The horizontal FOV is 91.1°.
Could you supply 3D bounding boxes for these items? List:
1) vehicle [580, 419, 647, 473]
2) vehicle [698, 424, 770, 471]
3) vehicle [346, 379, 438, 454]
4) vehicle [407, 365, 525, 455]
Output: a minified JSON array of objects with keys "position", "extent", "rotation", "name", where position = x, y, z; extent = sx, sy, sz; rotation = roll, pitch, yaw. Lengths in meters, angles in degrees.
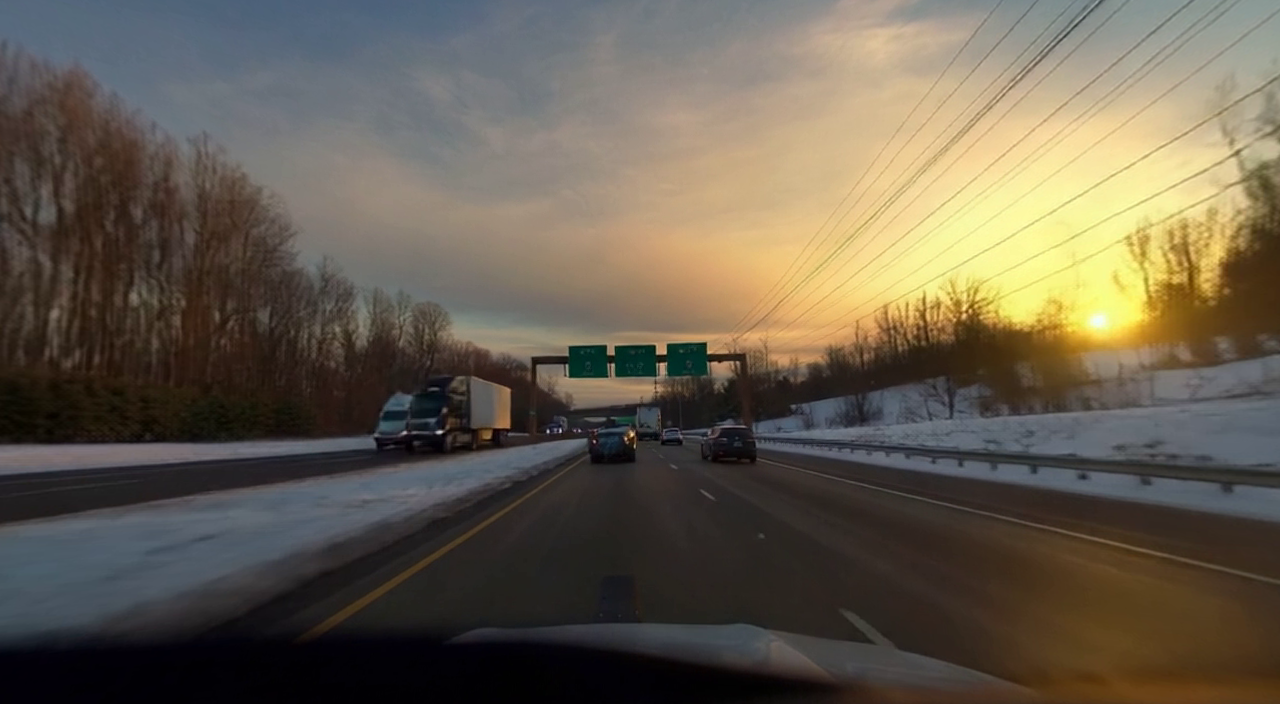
[{"position":[-0.874,3.260,22.192],"extent":[2.134,1.710,4.049],"rotation":[0,-7,-1],"name":"vehicle"},{"position":[3.425,3.577,23.764],"extent":[2.062,1.581,3.914],"rotation":[0,-8,-1],"name":"vehicle"},{"position":[-14.047,3.793,36.235],"extent":[2.973,3.971,6.106],"rotation":[0,-8,-2],"name":"vehicle"},{"position":[-9.151,3.554,35.508],"extent":[2.975,4.091,13.887],"rotation":[0,-8,-1],"name":"vehicle"}]
